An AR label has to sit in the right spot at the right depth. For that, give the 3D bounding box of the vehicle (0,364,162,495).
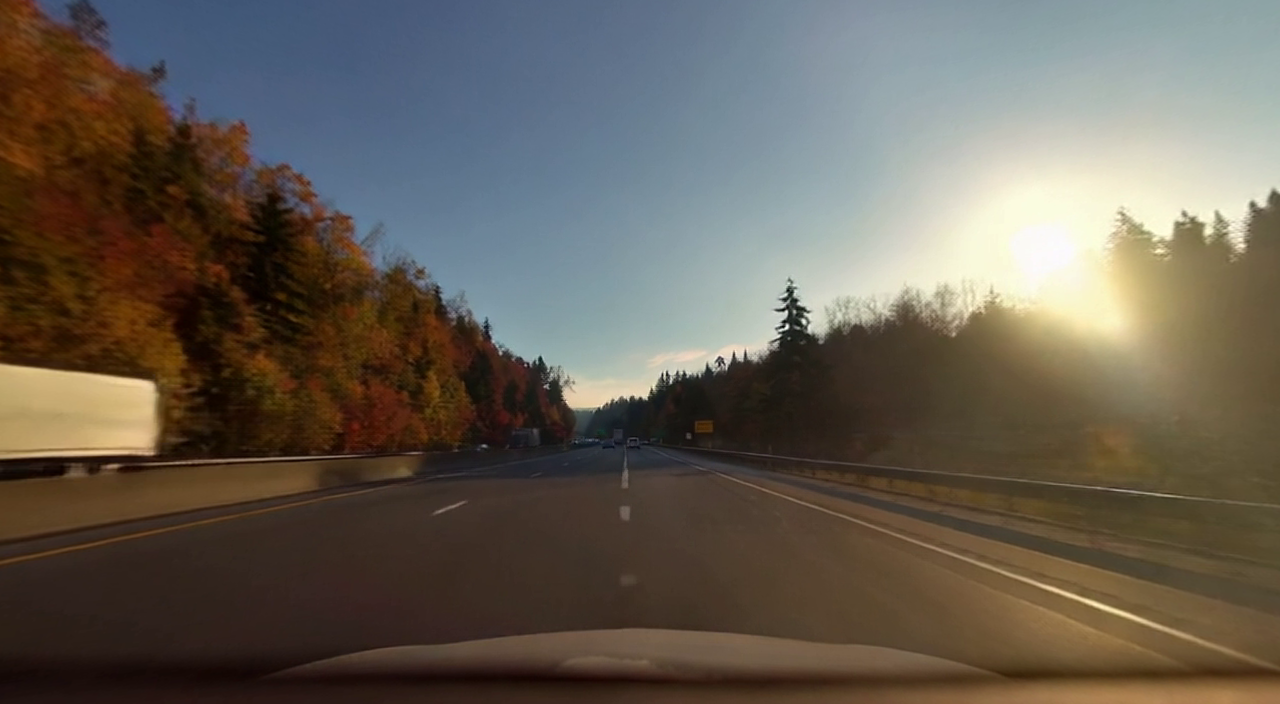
[{"bbox_3d":[-21.925,2.463,19.923,2.969,4.157,13.943,0,-8,-2],"label":"vehicle"}]
